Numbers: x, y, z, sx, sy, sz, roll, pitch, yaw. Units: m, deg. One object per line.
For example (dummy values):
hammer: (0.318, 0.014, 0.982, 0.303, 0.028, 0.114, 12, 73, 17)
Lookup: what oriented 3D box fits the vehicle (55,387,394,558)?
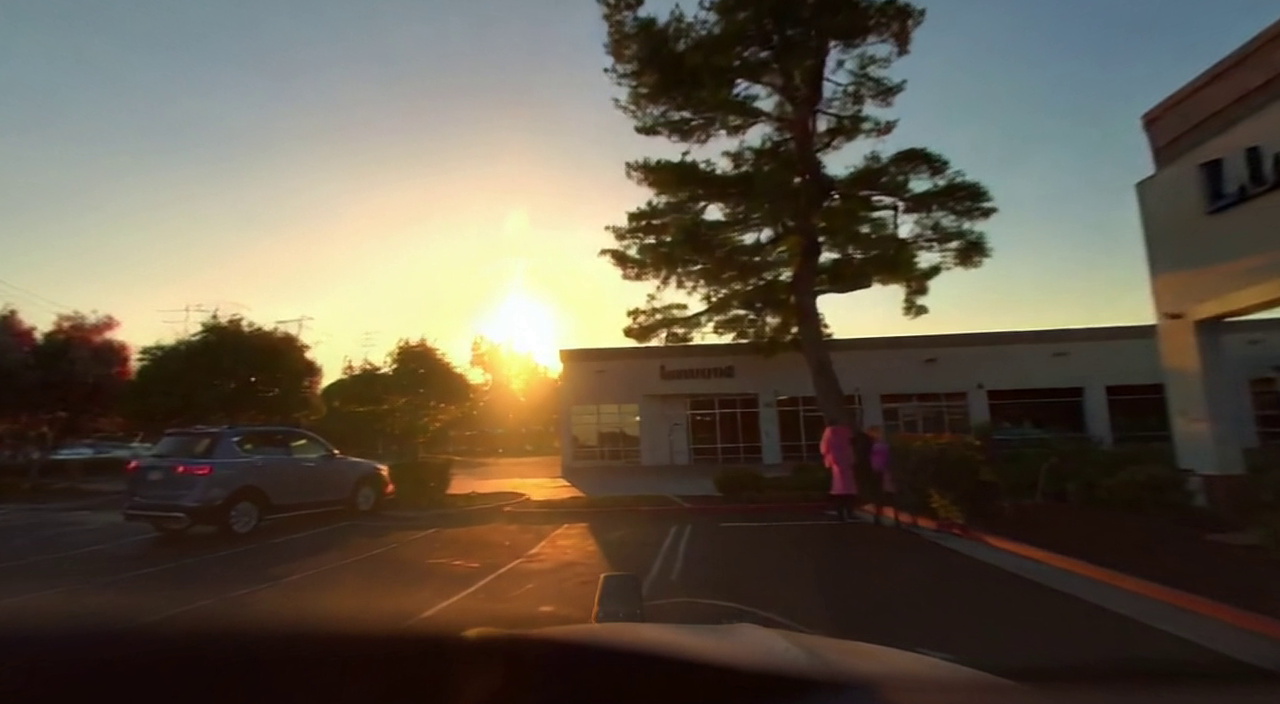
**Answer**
vehicle: (-6.644, 1.997, 11.189, 2.200, 2.257, 5.237, -2, -8, 3)
